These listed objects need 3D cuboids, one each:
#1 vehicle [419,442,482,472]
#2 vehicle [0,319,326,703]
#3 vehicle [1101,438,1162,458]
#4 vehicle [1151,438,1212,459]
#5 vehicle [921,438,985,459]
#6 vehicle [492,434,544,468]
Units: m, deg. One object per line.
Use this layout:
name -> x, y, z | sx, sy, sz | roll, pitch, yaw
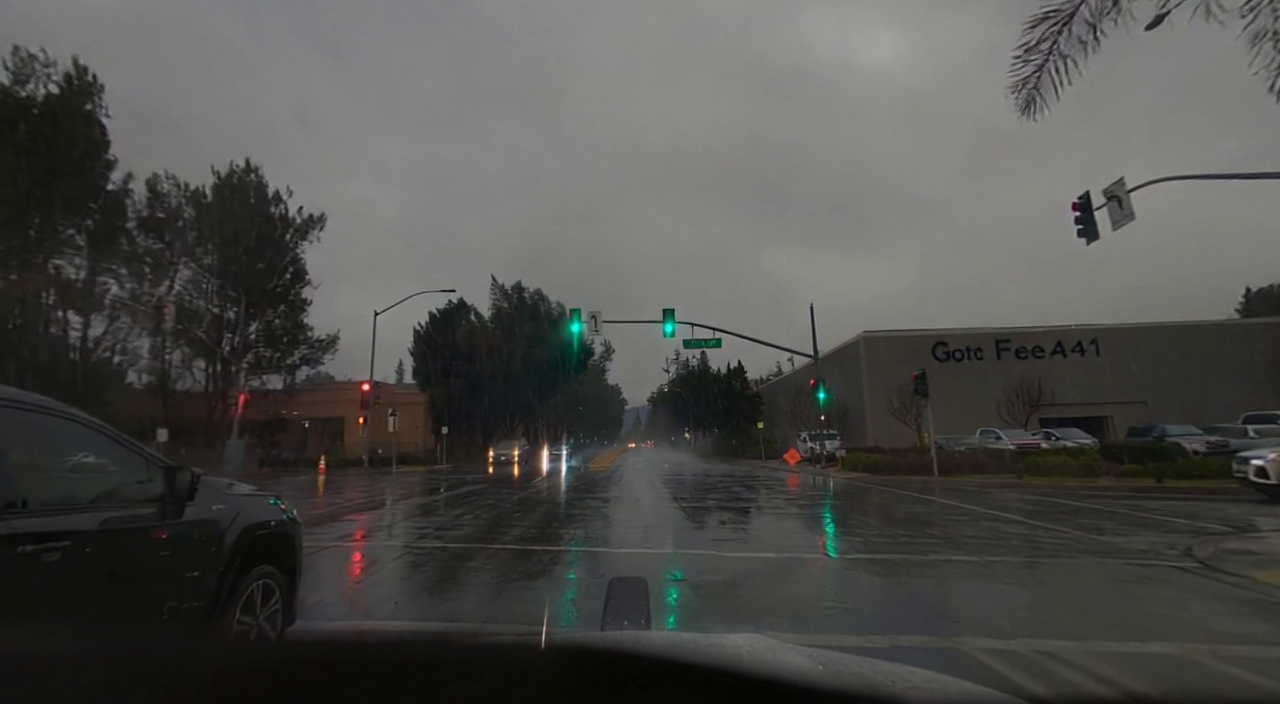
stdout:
vehicle -> -10.639, 5.916, 35.719 | 2.041, 1.548, 4.868 | 0, -8, 0
vehicle -> -3.479, 0.811, 2.684 | 2.000, 1.789, 4.638 | 0, -8, -2
vehicle -> 38.492, 7.526, 49.507 | 1.837, 1.514, 4.786 | -2, -9, 13
vehicle -> 41.115, 7.352, 48.004 | 1.767, 1.456, 4.191 | -4, -10, 15
vehicle -> 21.495, 6.637, 43.364 | 3.576, 1.425, 1.702 | 2, -9, -12
vehicle -> -7.162, 5.856, 37.459 | 2.081, 1.818, 4.782 | 0, -8, 1
